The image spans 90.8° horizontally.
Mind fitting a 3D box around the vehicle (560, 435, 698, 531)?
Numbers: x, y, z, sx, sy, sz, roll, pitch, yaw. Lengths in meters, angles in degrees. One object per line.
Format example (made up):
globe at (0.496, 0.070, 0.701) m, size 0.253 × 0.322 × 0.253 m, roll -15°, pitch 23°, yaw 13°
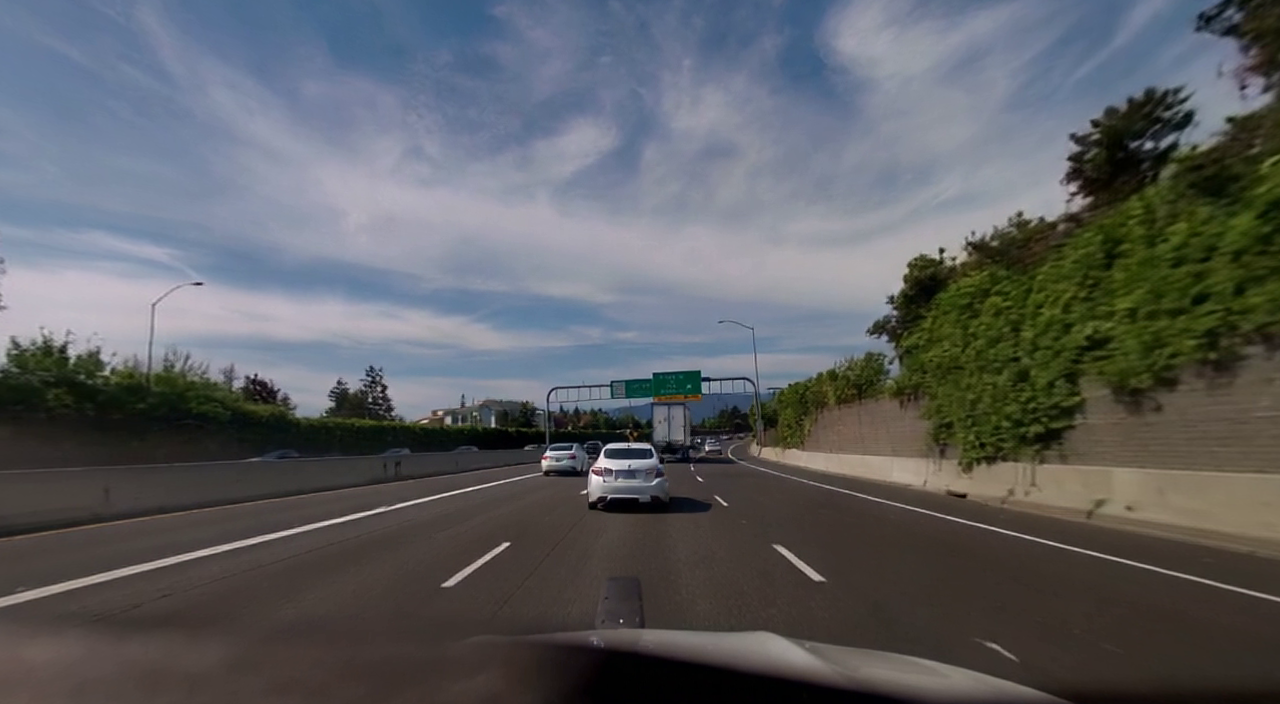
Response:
vehicle at (-0.142, 2.342, 11.867) m, size 2.136 × 1.470 × 3.971 m, roll -1°, pitch -9°, yaw 1°
